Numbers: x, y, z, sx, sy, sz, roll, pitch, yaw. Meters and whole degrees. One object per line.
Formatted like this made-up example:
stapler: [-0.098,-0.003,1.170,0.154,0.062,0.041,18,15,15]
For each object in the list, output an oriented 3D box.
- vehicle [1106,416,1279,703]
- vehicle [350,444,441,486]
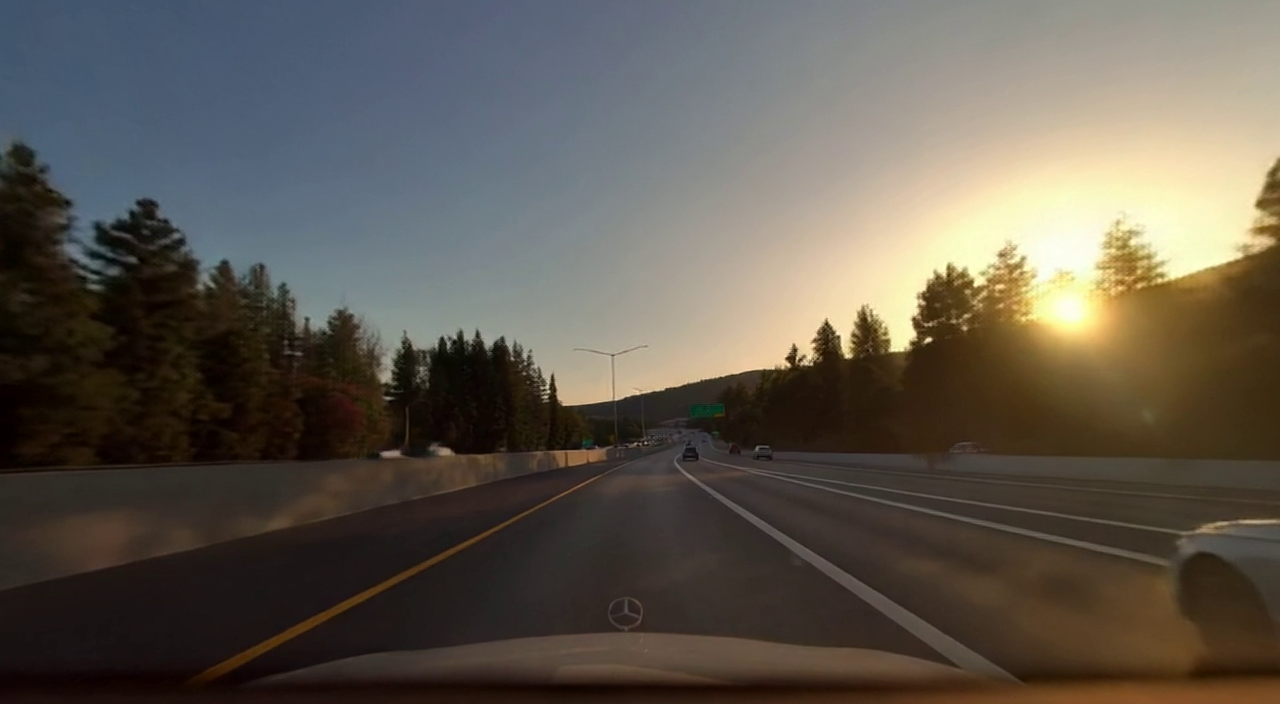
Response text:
vehicle: [4.015,0.872,1.930,1.938,1.456,4.204,0,-9,0]
vehicle: [-10.741,4.994,28.164,2.075,1.691,4.654,0,-9,2]
